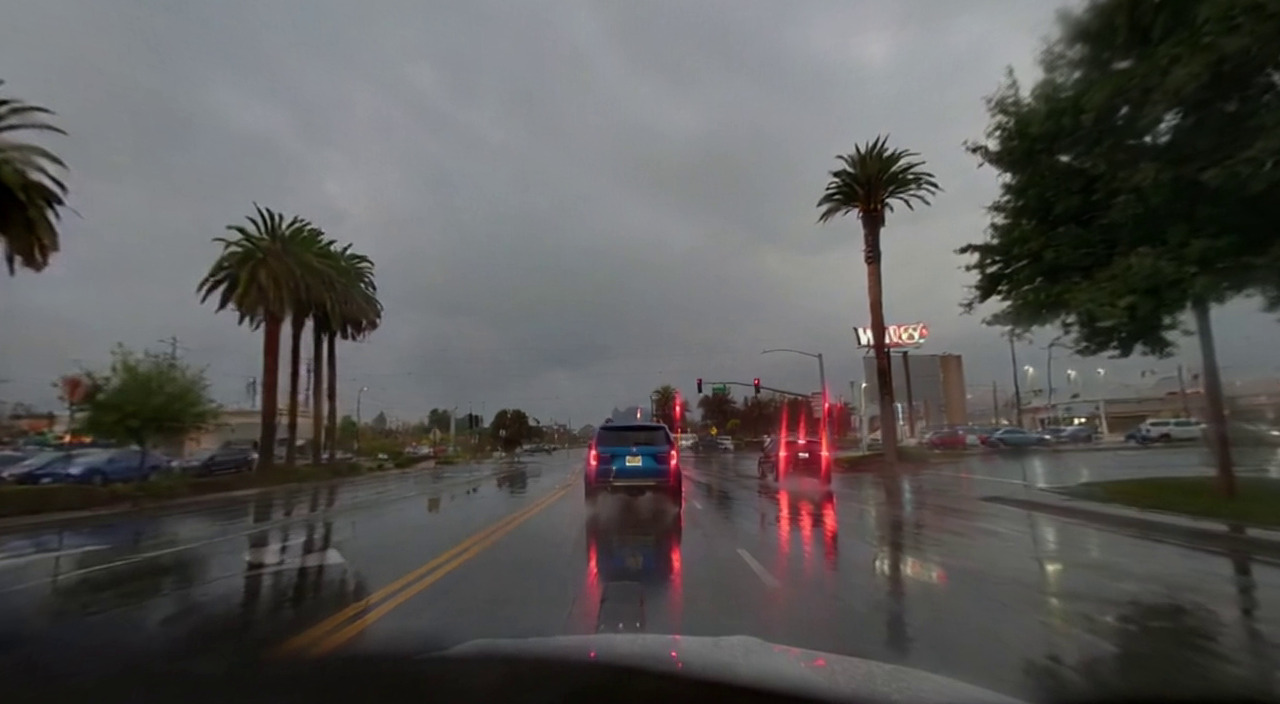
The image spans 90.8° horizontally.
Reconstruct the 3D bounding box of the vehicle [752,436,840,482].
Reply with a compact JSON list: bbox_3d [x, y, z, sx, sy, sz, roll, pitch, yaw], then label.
[{"bbox_3d":[5.798,4.041,24.140,2.086,1.560,4.542,0,-9,-2],"label":"vehicle"}]

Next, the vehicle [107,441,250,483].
[{"bbox_3d":[-19.319,4.609,26.578,4.510,1.682,1.902,0,-9,2],"label":"vehicle"}]

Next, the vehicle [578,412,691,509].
[{"bbox_3d":[-0.296,2.542,15.144,2.263,1.932,4.709,1,-9,-5],"label":"vehicle"}]

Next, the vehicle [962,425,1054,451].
[{"bbox_3d":[26.915,6.348,46.390,5.390,1.773,2.119,-3,-9,16],"label":"vehicle"}]

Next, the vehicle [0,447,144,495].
[{"bbox_3d":[-19.638,3.961,21.201,4.370,1.504,1.864,0,-9,2],"label":"vehicle"}]
